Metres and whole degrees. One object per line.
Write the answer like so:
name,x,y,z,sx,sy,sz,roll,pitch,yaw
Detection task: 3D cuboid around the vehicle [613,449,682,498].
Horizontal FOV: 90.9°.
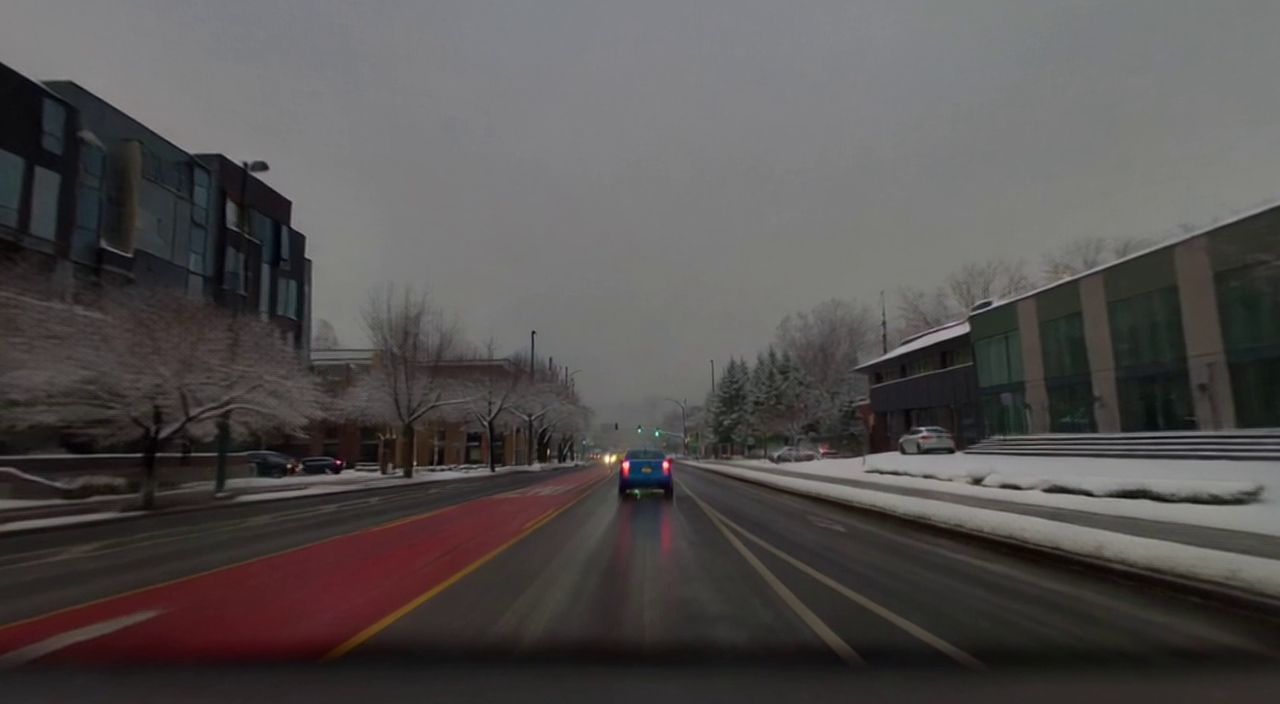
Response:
vehicle,0.219,3.968,21.014,2.063,1.442,4.135,0,-9,0

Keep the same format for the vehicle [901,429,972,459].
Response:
vehicle,15.636,4.927,33.447,1.979,1.460,3.848,-1,-10,2

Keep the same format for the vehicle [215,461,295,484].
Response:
vehicle,-30.030,9.385,49.198,4.962,1.561,1.997,7,-11,-39
